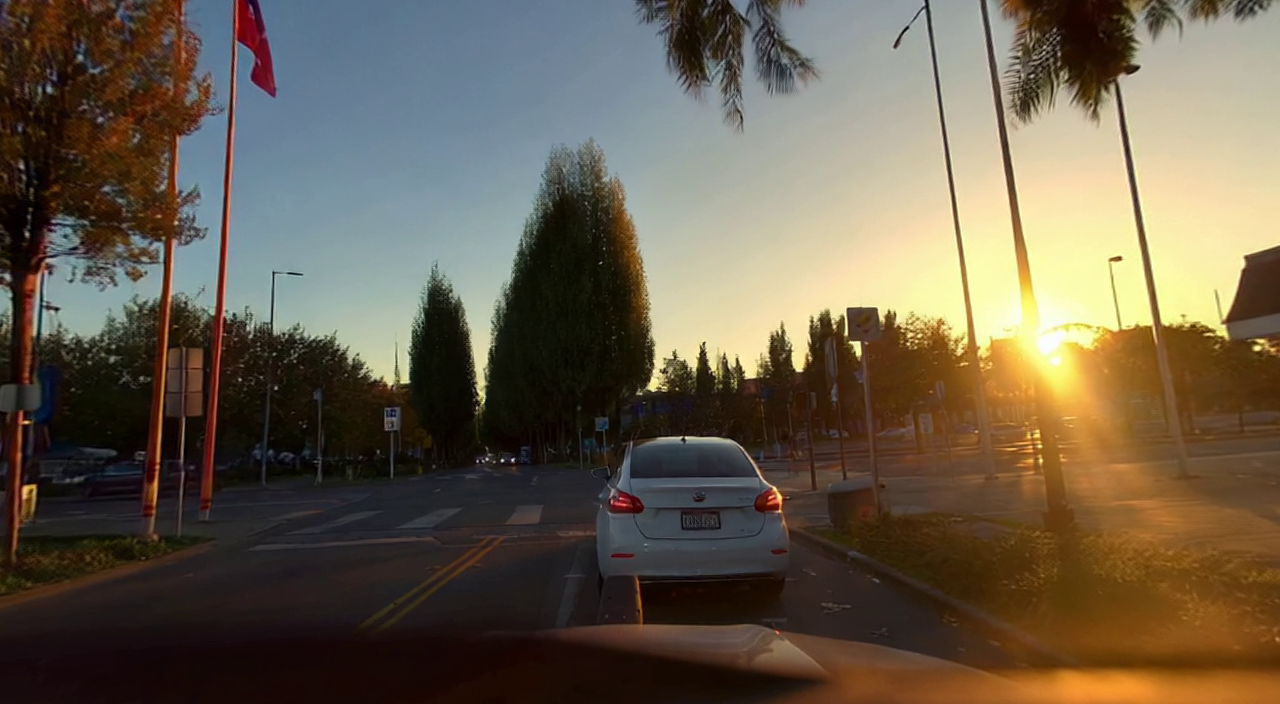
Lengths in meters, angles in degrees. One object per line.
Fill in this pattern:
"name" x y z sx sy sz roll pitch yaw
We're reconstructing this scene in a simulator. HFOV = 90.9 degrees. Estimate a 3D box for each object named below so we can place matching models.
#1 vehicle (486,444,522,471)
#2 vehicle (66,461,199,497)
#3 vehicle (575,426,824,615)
"vehicle" -10.389 8.100 48.541 2.212 1.948 4.537 1 -9 -6
"vehicle" -22.925 5.724 28.597 4.278 1.475 1.804 0 -9 -5
"vehicle" 0.384 1.621 6.897 1.985 1.463 3.647 0 -9 -3
